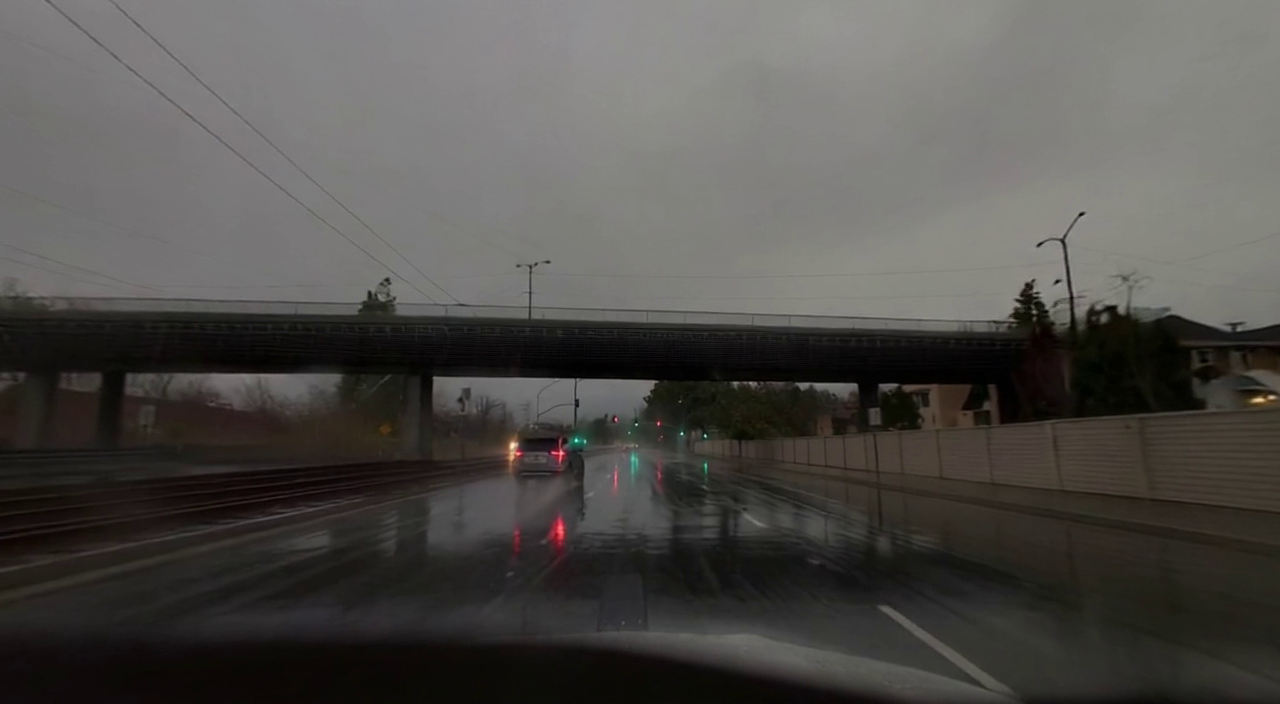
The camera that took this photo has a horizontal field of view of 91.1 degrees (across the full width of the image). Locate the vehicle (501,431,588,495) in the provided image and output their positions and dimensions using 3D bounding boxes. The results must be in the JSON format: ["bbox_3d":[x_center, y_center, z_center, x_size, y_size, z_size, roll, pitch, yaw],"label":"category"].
[{"bbox_3d":[-2.788,3.362,19.346,1.882,1.704,4.335,-1,-9,2],"label":"vehicle"}]
